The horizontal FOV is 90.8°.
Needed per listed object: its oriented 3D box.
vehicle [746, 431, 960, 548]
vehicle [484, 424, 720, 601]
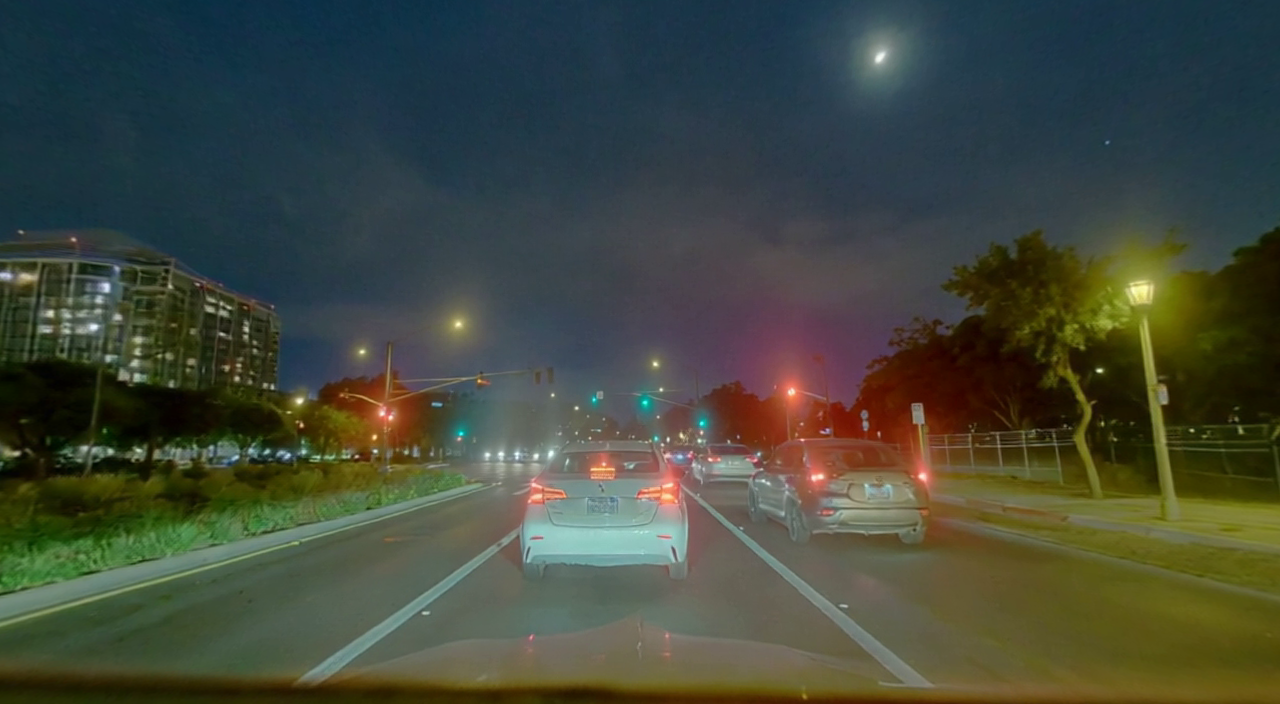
[{"bbox_3d":[3.116,2.100,10.340,1.910,1.474,4.263,0,-9,-2],"label":"vehicle"},{"bbox_3d":[-0.351,1.639,7.237,2.006,1.487,3.535,0,-9,-1],"label":"vehicle"}]
